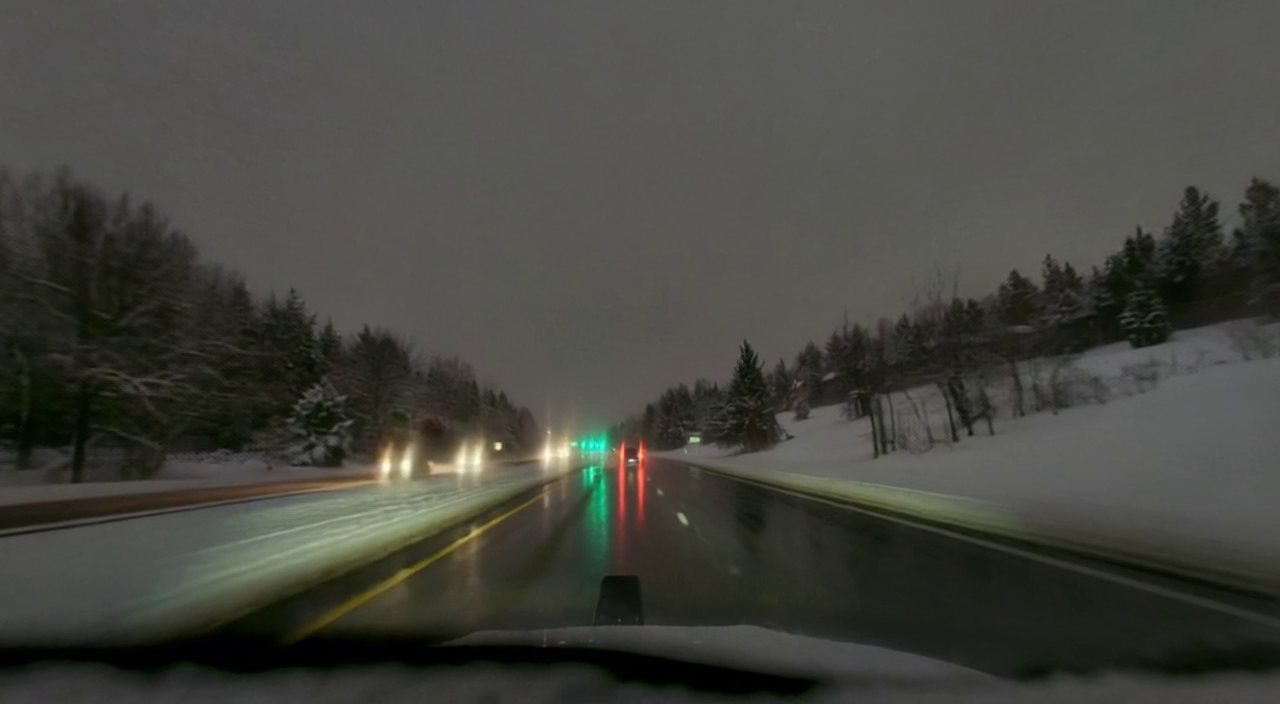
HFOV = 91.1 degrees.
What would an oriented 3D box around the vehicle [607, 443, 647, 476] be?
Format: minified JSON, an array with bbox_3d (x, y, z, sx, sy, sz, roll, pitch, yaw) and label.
[{"bbox_3d":[-0.674,6.099,35.815,2.120,1.715,4.153,0,-9,0],"label":"vehicle"}]
